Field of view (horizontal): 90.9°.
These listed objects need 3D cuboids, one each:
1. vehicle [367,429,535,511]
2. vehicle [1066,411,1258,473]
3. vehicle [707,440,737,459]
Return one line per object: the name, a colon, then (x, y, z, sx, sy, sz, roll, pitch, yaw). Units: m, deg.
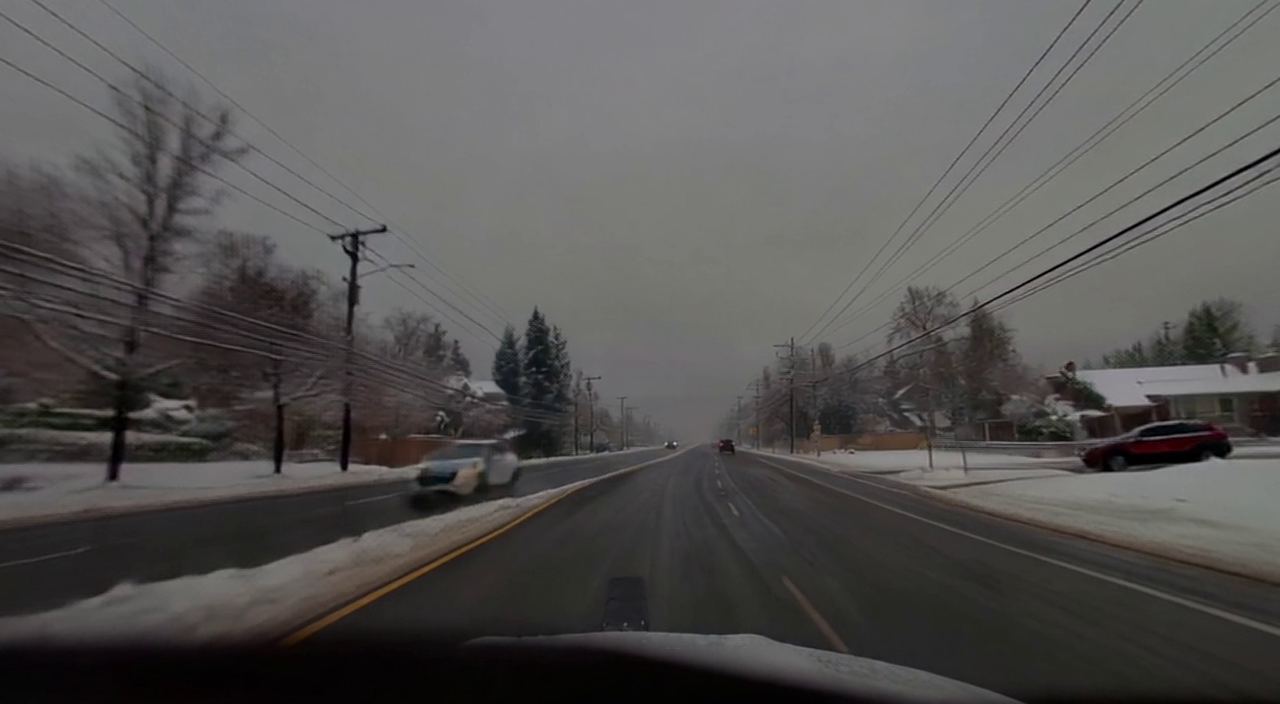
vehicle: (-3.866, 2.512, 13.831, 1.974, 1.479, 4.392, -1, -9, 5)
vehicle: (18.000, 3.190, 22.117, 4.687, 1.805, 2.130, -8, -11, 29)
vehicle: (6.347, 7.639, 49.307, 1.982, 1.451, 4.152, -1, -9, 3)
